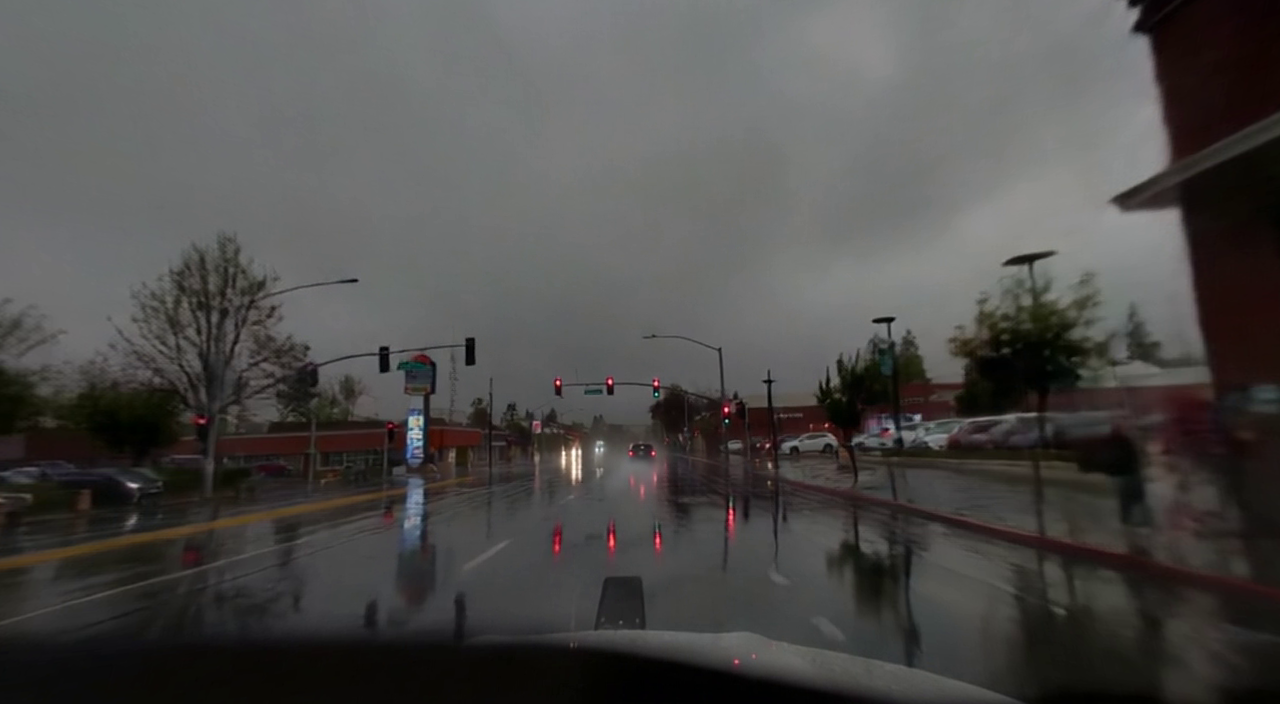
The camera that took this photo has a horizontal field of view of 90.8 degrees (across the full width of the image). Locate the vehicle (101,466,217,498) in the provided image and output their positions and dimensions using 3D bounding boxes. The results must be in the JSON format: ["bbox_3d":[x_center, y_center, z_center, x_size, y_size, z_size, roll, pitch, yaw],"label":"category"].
[{"bbox_3d":[-25.911,6.978,34.154,2.007,1.466,4.543,-8,-11,41],"label":"vehicle"}]

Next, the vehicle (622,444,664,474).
[{"bbox_3d":[0.145,5.412,32.160,1.977,1.451,4.032,0,-9,0],"label":"vehicle"}]

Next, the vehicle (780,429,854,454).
[{"bbox_3d":[13.378,6.827,47.965,4.852,1.805,2.155,0,-9,-2],"label":"vehicle"}]

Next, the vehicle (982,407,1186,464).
[{"bbox_3d":[12.964,2.488,18.698,4.466,1.553,2.060,0,-9,-1],"label":"vehicle"}]

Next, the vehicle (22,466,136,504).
[{"bbox_3d":[-26.366,6.223,29.777,3.790,1.515,1.704,8,-12,-43],"label":"vehicle"}]
